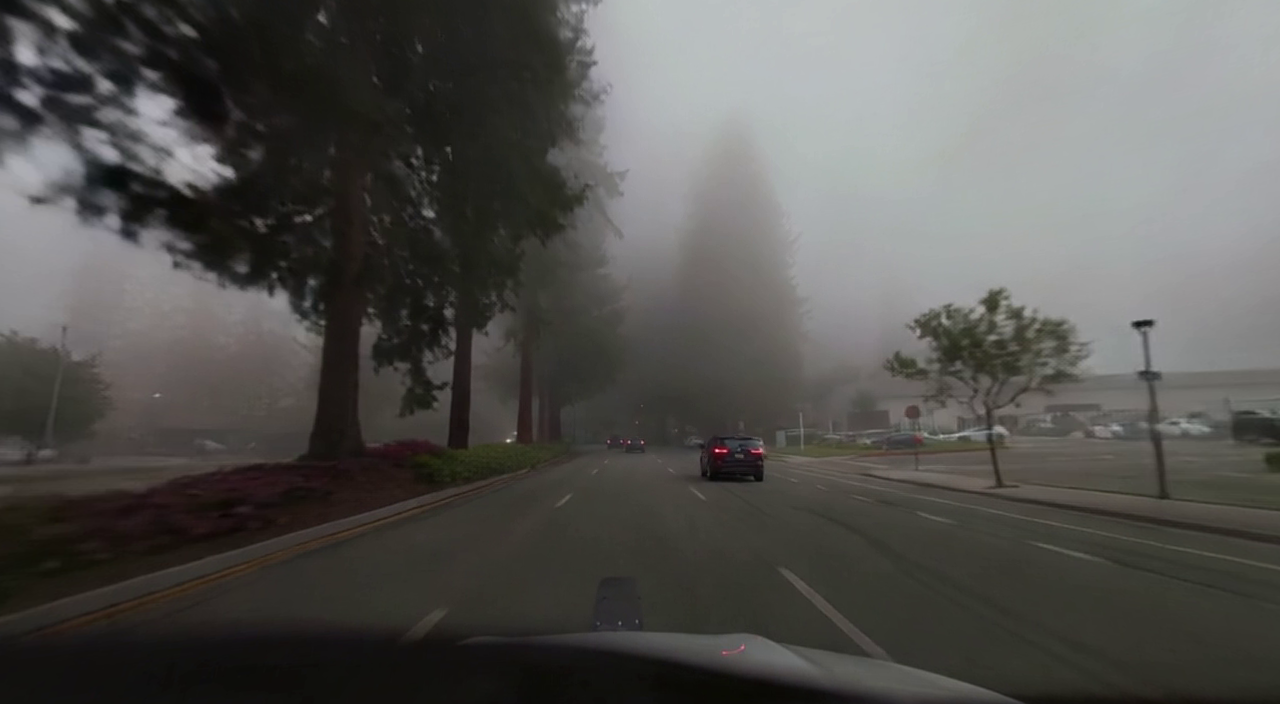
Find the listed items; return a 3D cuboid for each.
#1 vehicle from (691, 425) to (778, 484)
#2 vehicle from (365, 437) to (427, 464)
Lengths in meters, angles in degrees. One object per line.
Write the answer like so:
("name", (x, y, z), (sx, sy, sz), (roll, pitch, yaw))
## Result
("vehicle", (2.862, 3.225, 20.038), (2.022, 1.656, 4.025), (0, -8, -2))
("vehicle", (-14.421, 5.849, 37.418), (1.862, 1.485, 4.611), (0, -8, 0))
